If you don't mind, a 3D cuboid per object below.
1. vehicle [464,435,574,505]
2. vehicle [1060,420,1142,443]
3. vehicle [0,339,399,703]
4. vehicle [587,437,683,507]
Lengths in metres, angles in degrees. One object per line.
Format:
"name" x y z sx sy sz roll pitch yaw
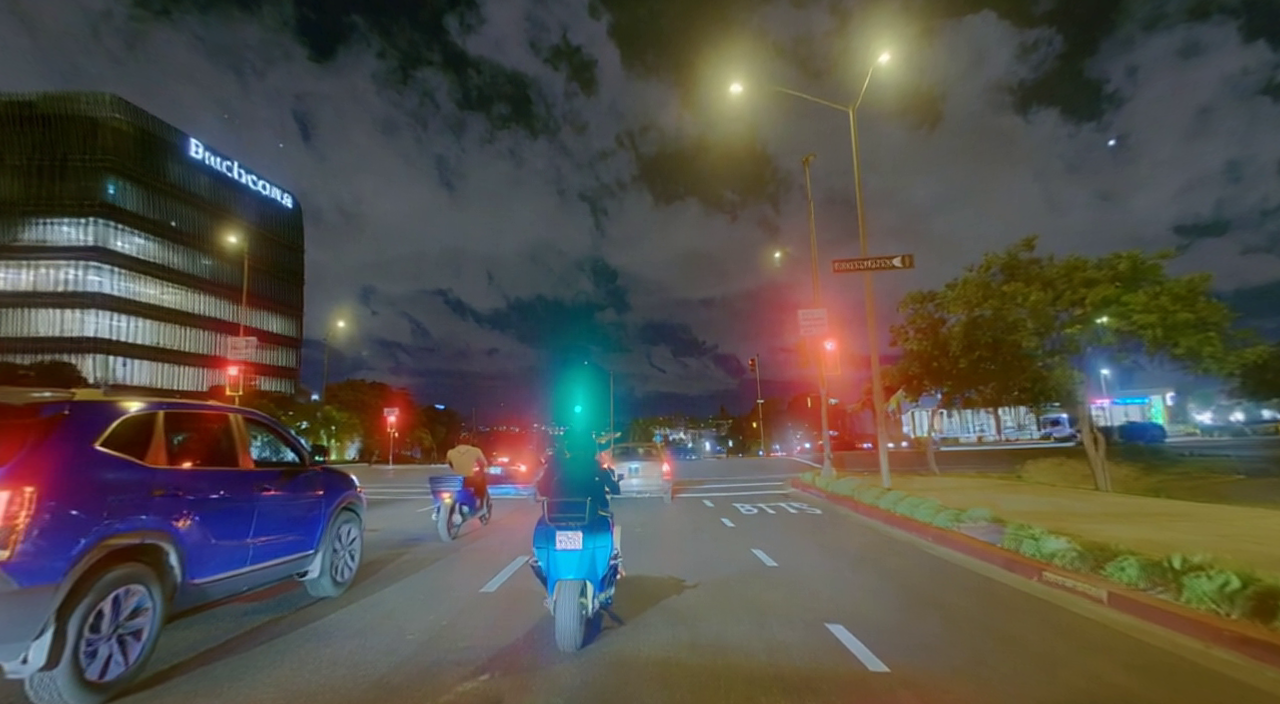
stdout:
"vehicle" -3.075 3.084 16.872 1.935 1.615 4.073 -1 -8 3
"vehicle" 30.728 5.348 41.879 1.751 1.420 4.027 8 -12 -43
"vehicle" -3.613 1.138 4.424 2.000 1.809 4.405 0 -8 1
"vehicle" -0.020 2.829 15.270 2.025 1.458 4.085 -1 -8 3
